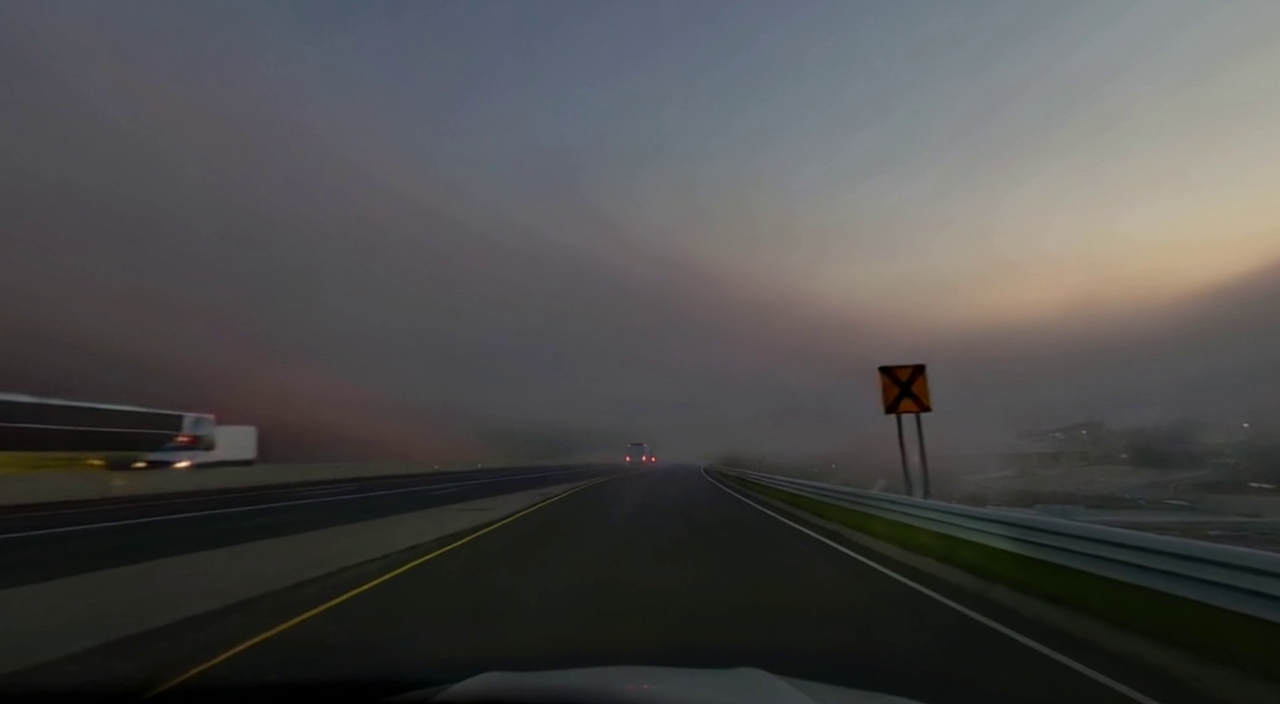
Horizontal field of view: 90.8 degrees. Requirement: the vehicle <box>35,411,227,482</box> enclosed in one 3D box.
[{"bbox_3d":[-24.404,4.665,30.880,2.744,3.031,7.113,-1,-9,8],"label":"vehicle"}]
